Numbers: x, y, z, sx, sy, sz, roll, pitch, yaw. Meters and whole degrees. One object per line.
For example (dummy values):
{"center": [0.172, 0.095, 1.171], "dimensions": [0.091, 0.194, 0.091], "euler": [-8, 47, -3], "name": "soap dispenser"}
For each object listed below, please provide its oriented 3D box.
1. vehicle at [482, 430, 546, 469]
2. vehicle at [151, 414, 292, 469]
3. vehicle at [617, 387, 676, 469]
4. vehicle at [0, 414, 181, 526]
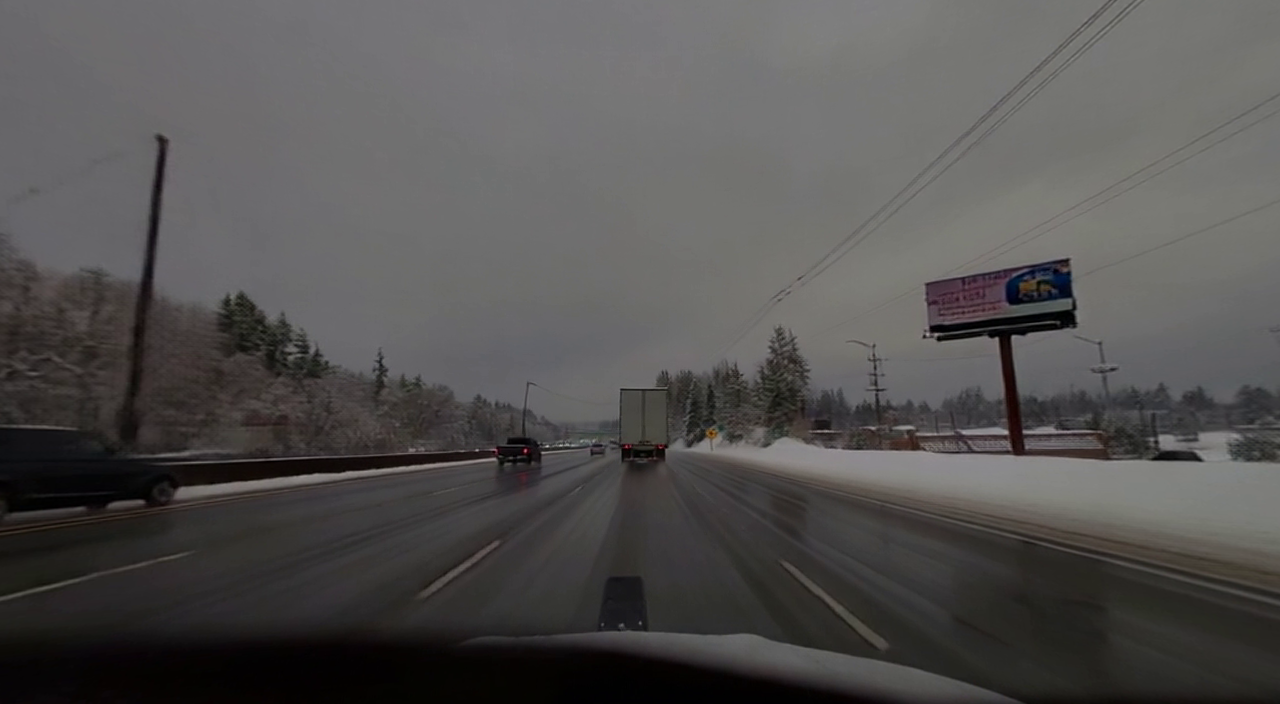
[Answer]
{"center": [-6.849, 5.397, 35.011], "dimensions": [2.263, 1.936, 5.802], "euler": [0, -8, 1], "name": "vehicle"}
{"center": [-21.931, 4.806, 33.675], "dimensions": [2.233, 2.573, 7.626], "euler": [0, -8, 0], "name": "vehicle"}
{"center": [0.540, 4.519, 36.512], "dimensions": [2.879, 4.027, 11.243], "euler": [-1, -8, 2], "name": "vehicle"}
{"center": [-11.160, 2.032, 11.102], "dimensions": [2.010, 1.766, 5.365], "euler": [0, -8, 1], "name": "vehicle"}
